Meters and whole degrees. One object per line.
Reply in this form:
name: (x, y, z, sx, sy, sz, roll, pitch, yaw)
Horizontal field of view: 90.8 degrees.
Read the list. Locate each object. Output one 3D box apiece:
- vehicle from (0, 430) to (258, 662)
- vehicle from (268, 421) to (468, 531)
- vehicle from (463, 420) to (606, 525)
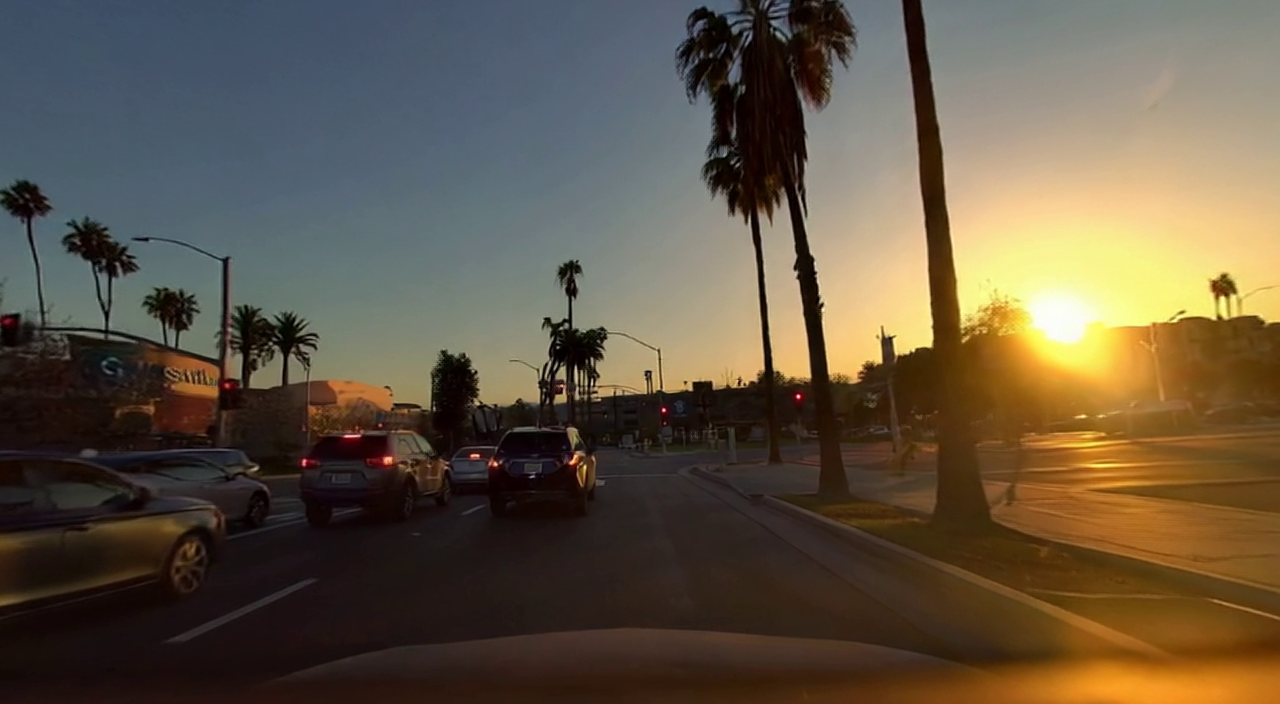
vehicle: (-5.330, 1.407, 4.799, 1.885, 1.567, 4.775, 0, -9, 0)
vehicle: (-5.338, 2.505, 13.307, 2.025, 1.862, 4.804, 0, -9, 1)
vehicle: (-1.908, 2.371, 12.910, 2.153, 1.759, 4.320, 0, -9, 0)
